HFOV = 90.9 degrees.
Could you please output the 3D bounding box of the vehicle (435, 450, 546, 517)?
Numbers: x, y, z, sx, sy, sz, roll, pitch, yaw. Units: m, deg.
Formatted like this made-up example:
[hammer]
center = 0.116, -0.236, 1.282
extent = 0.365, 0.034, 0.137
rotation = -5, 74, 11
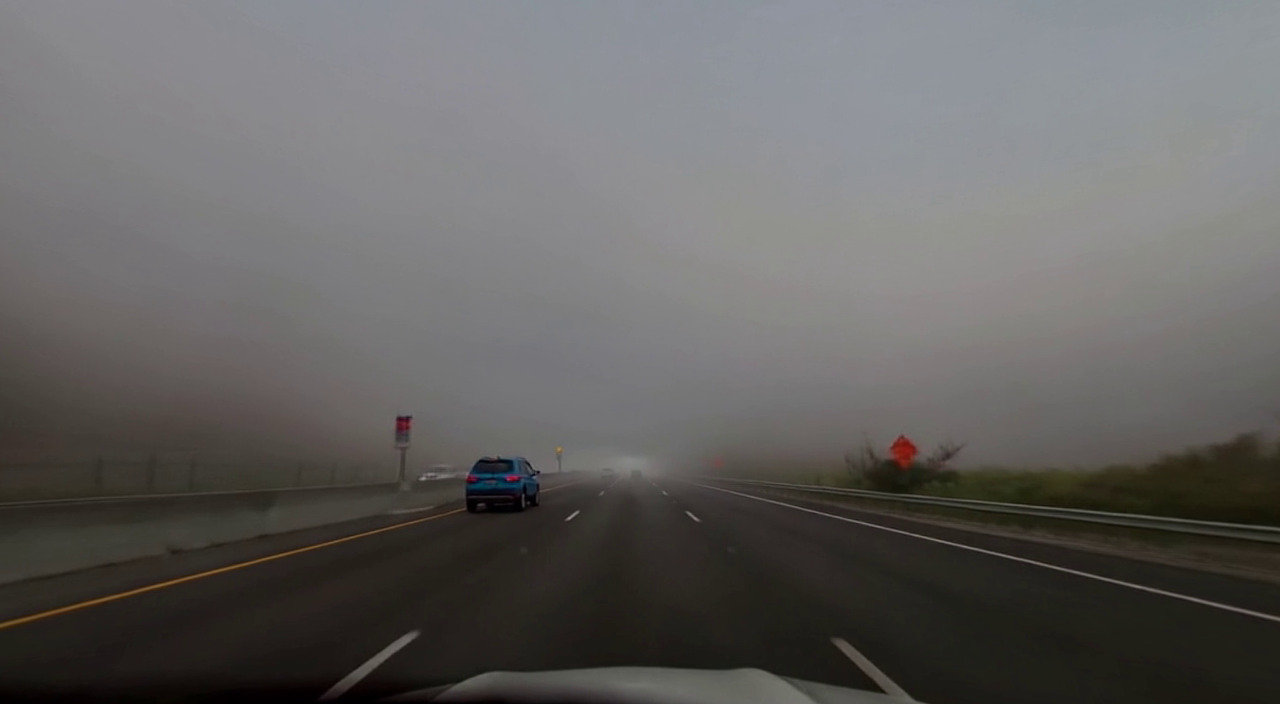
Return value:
[vehicle]
center = -4.347, 3.959, 19.238
extent = 2.178, 1.736, 4.847
rotation = 1, -11, 0
